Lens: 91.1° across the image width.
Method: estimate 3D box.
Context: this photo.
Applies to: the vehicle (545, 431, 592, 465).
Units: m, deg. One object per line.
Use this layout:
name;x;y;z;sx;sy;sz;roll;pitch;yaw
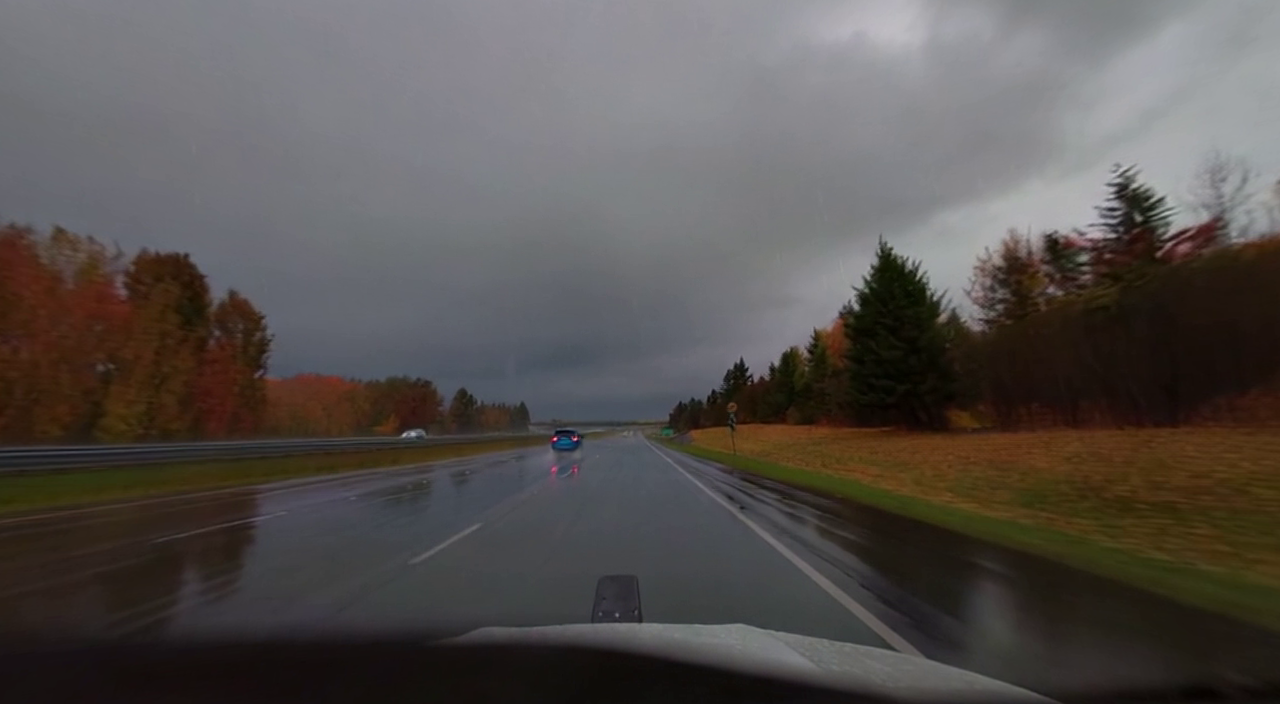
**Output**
vehicle;-3.714;5.087;33.564;2.057;1.666;4.552;0;-8;-1
